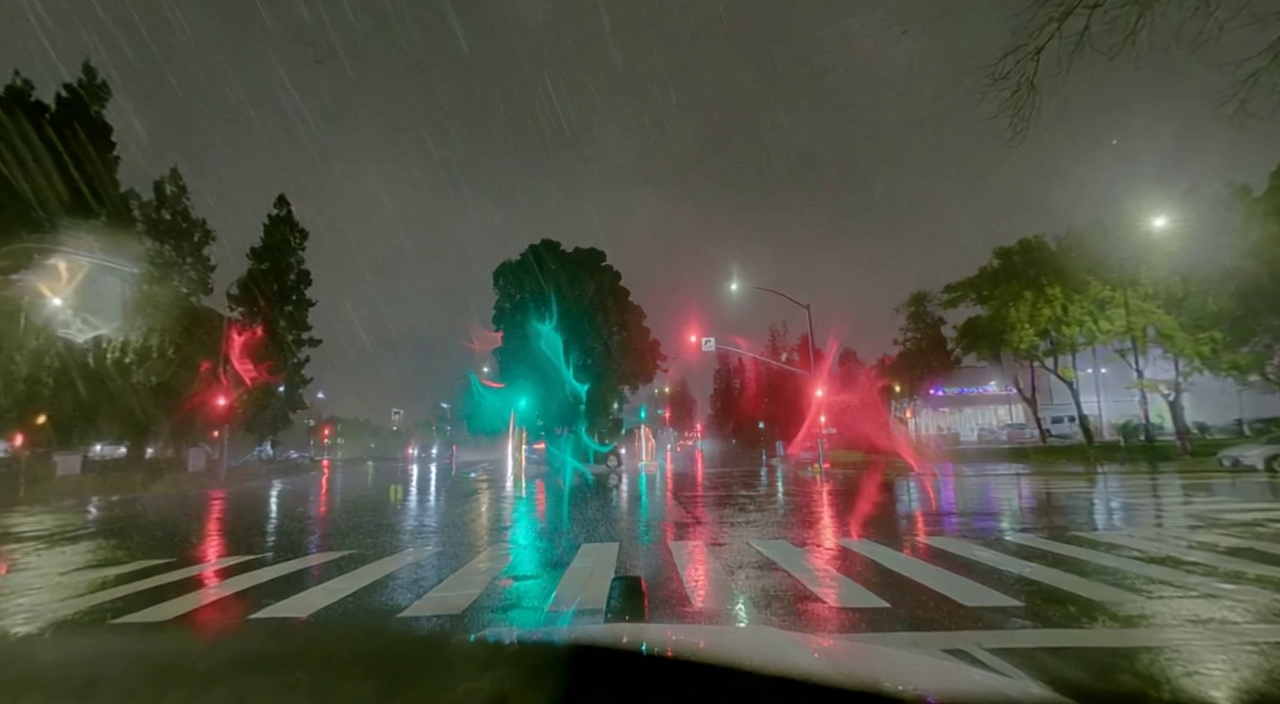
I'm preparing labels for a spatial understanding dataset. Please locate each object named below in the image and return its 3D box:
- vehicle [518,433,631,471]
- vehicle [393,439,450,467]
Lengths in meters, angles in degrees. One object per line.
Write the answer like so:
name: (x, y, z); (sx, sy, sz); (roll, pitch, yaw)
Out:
vehicle: (-2.774, 4.375, 27.725); (2.521, 1.522, 4.418); (-7, -11, 39)
vehicle: (-14.773, 6.833, 42.937); (2.169, 1.753, 4.640); (0, -8, 0)
